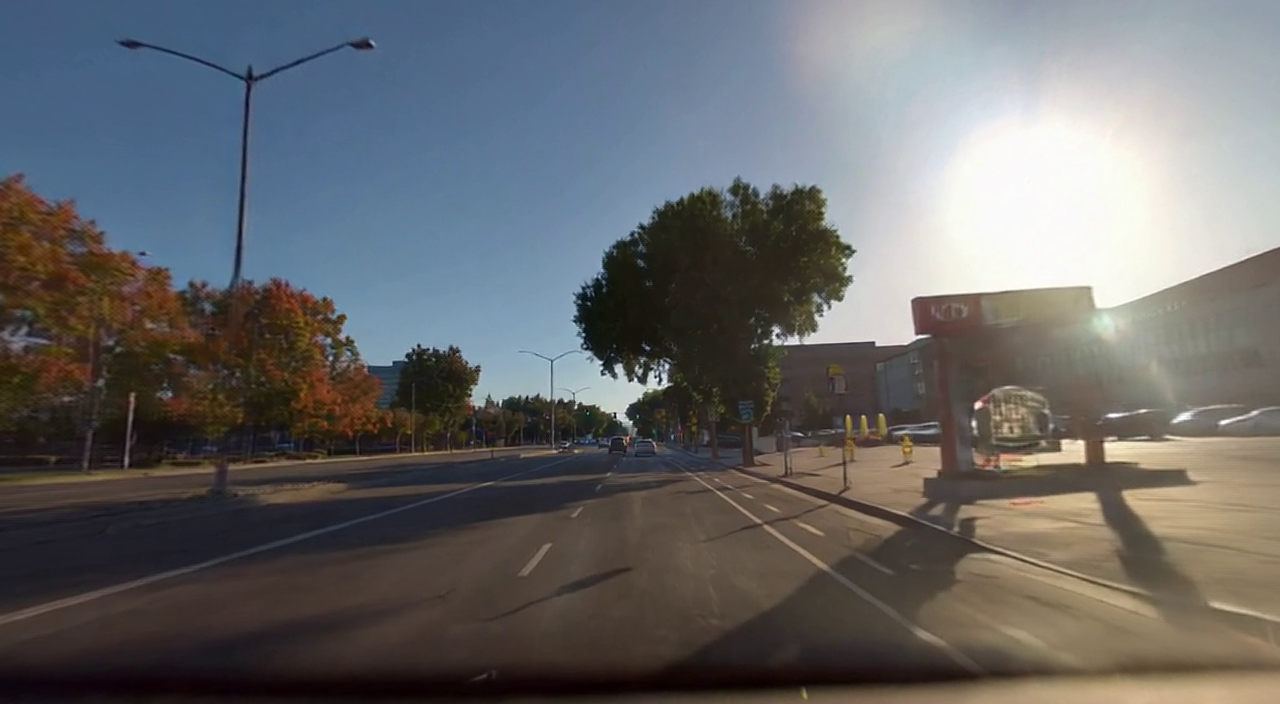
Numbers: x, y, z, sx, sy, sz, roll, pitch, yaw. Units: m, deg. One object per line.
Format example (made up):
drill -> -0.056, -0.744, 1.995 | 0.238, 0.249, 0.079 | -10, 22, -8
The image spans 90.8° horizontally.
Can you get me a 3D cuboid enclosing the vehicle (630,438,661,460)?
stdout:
vehicle -> 0.343, 6.799, 44.510 | 2.115, 1.461, 3.976 | 0, -8, -1
